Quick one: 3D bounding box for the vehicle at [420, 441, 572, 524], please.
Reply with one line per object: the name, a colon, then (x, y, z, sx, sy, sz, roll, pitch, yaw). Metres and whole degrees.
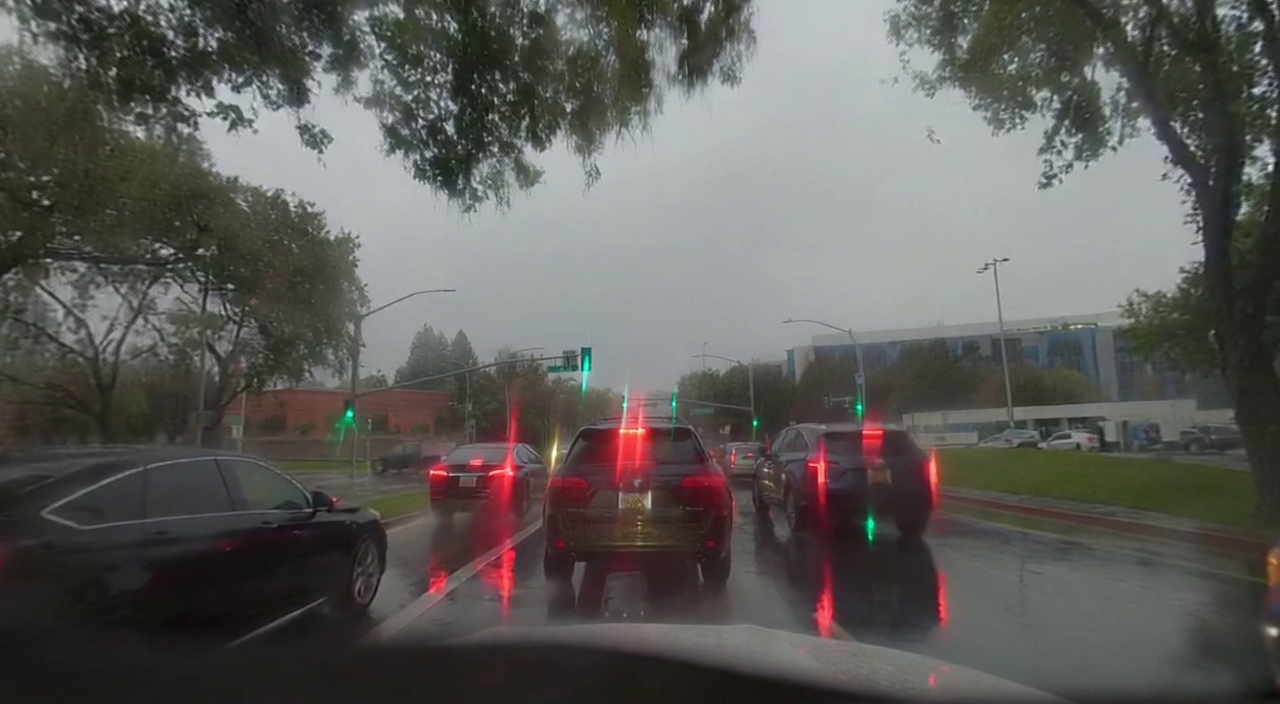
vehicle: (-2.809, 2.661, 13.529, 2.072, 1.450, 4.612, 0, -9, 1)

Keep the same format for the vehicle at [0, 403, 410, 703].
vehicle: (-3.095, 1.129, 3.519, 1.909, 1.476, 4.751, 0, -9, -1)

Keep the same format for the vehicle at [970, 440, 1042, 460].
vehicle: (26.496, 7.095, 45.752, 4.180, 1.376, 1.583, 0, -9, 2)

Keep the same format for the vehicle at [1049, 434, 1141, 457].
vehicle: (32.788, 6.776, 45.562, 4.869, 1.622, 2.230, 0, -9, 1)

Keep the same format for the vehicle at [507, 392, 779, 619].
vehicle: (0.034, 1.490, 6.958, 2.113, 1.768, 3.901, 0, -9, 0)

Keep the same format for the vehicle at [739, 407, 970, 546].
vehicle: (3.399, 2.125, 11.499, 2.408, 1.908, 5.355, 0, -9, 1)
